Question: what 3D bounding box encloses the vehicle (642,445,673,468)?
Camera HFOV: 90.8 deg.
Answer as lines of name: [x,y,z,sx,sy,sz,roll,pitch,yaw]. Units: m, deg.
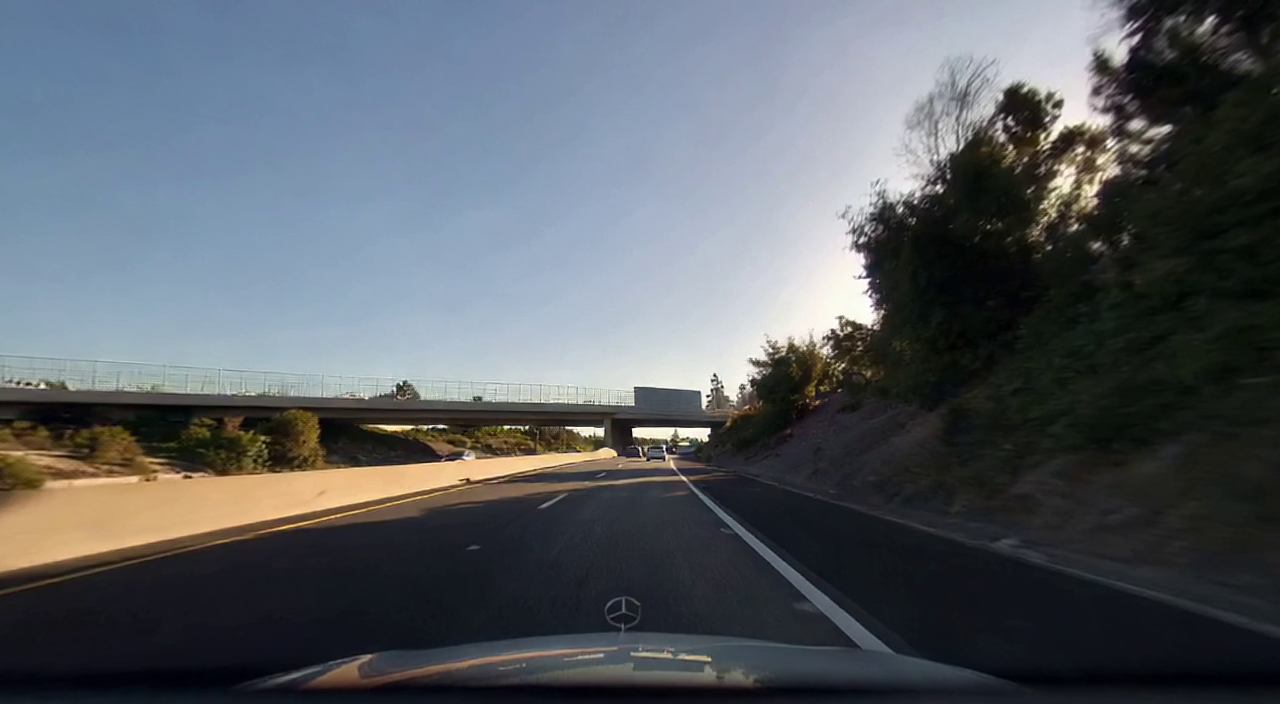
vehicle: [1.314,7.730,46.949,2.221,1.603,4.149,0,-9,2]
